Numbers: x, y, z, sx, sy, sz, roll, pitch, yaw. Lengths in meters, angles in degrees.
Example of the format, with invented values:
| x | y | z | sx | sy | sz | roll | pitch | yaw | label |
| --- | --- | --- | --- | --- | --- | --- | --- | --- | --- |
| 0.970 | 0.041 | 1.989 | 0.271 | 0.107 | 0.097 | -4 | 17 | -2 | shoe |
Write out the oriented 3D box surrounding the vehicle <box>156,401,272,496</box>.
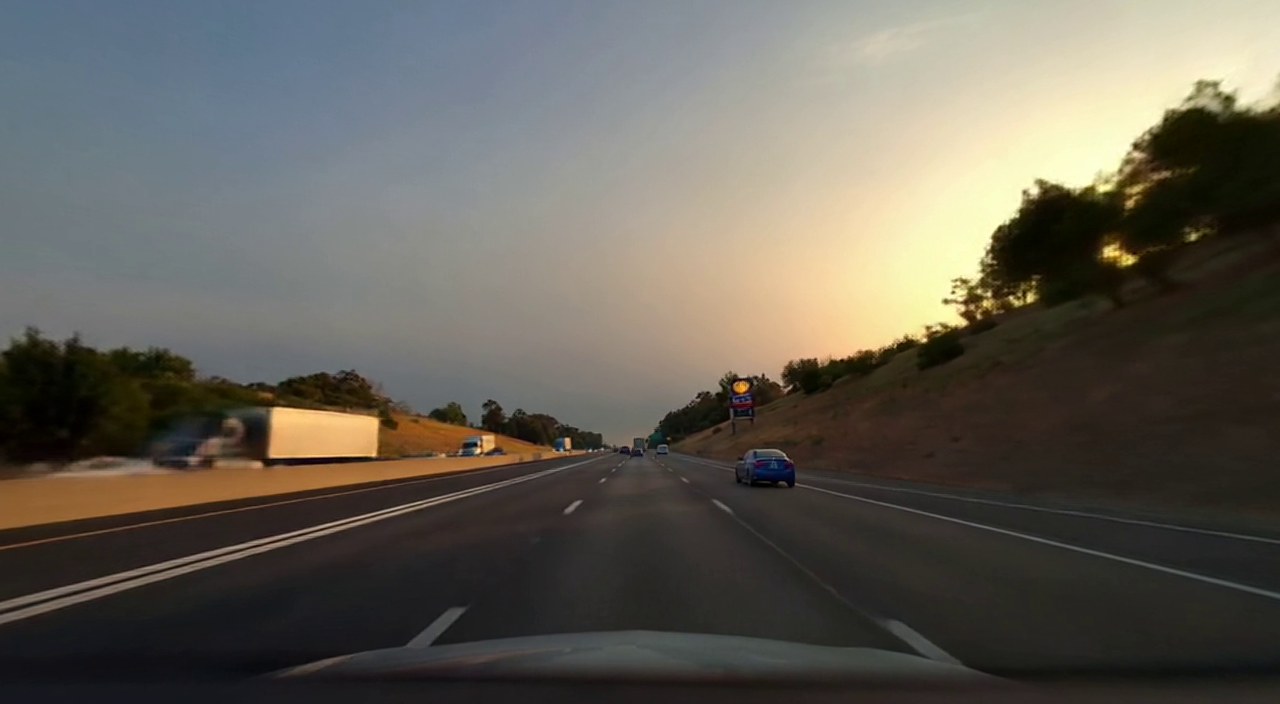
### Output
| x | y | z | sx | sy | sz | roll | pitch | yaw | label |
| --- | --- | --- | --- | --- | --- | --- | --- | --- | --- |
| -19.209 | 4.365 | 28.667 | 2.999 | 4.006 | 2.848 | 0 | -9 | 0 | vehicle |

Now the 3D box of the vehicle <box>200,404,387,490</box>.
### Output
| x | y | z | sx | sy | sz | roll | pitch | yaw | label |
| --- | --- | --- | --- | --- | --- | --- | --- | --- | --- |
| -19.256 | 5.597 | 37.018 | 2.888 | 4.058 | 14.195 | 0 | -9 | 0 | vehicle |

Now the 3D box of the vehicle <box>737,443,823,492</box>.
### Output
| x | y | z | sx | sy | sz | roll | pitch | yaw | label |
| --- | --- | --- | --- | --- | --- | --- | --- | --- | --- |
| 4.617 | 3.861 | 21.422 | 1.967 | 1.472 | 3.751 | 0 | -9 | -2 | vehicle |
